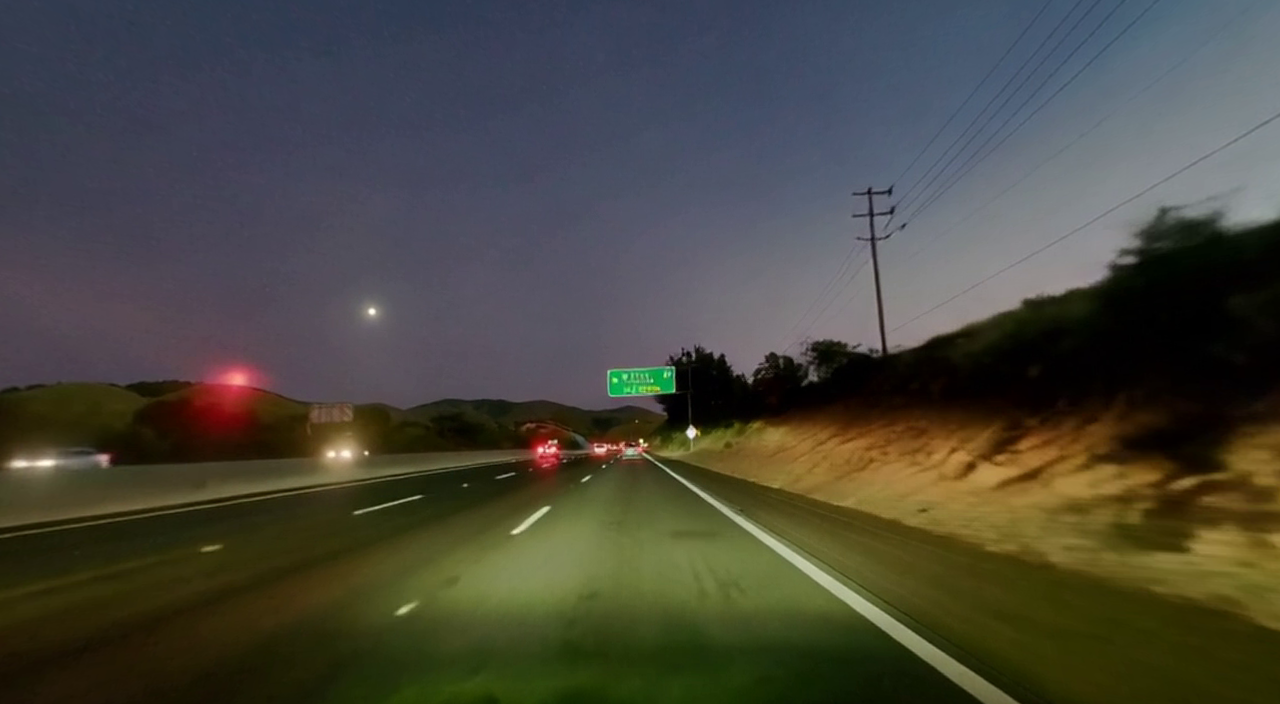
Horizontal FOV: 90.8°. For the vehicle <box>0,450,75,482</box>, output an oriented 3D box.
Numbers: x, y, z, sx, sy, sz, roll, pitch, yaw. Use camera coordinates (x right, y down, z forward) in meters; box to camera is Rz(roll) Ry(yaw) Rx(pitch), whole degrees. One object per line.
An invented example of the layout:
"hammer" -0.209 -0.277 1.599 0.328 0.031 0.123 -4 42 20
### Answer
"vehicle" -32.467 5.901 32.872 1.939 1.460 4.471 1 -8 0
